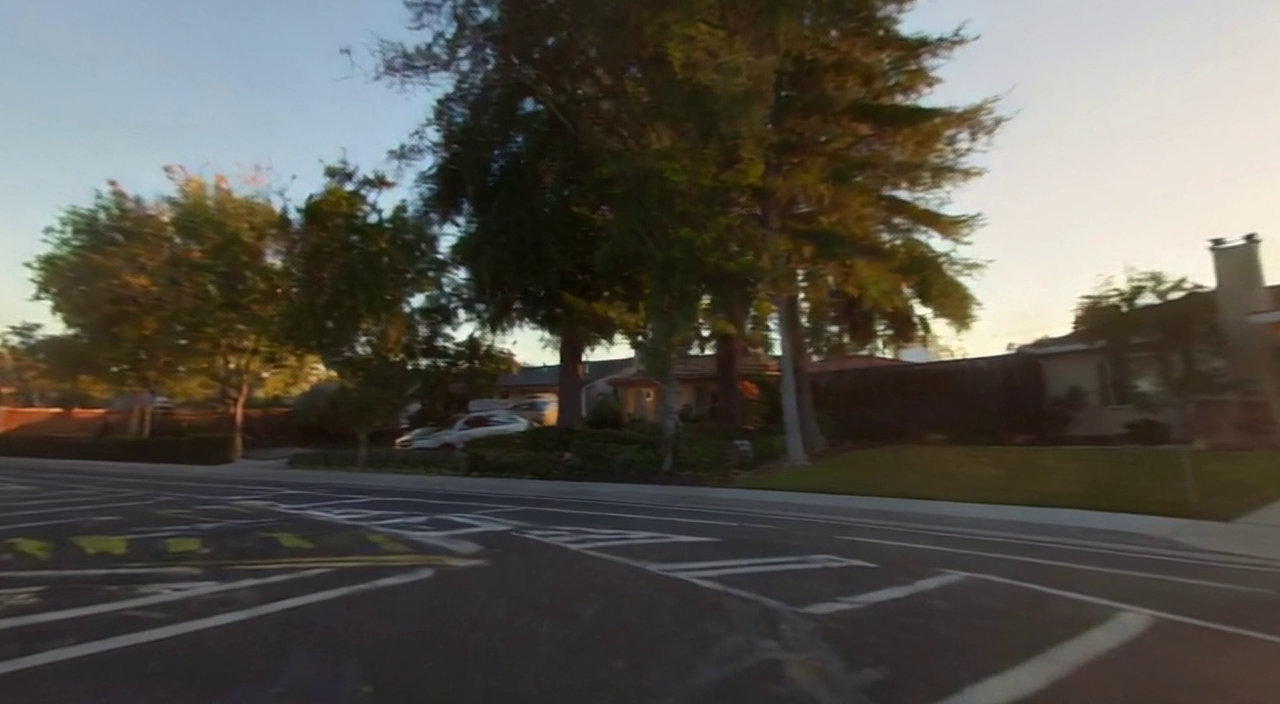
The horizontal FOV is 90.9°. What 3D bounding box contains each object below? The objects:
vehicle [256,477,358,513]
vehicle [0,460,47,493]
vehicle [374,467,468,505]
[{"bbox_3d":[-16.529,7.059,31.388,4.315,1.435,1.804,5,-9,-30],"label":"vehicle"},{"bbox_3d":[-37.799,7.433,37.870,4.363,1.763,2.190,-6,-10,36],"label":"vehicle"},{"bbox_3d":[-11.879,7.363,34.506,2.019,1.697,4.310,-2,-13,34],"label":"vehicle"}]
